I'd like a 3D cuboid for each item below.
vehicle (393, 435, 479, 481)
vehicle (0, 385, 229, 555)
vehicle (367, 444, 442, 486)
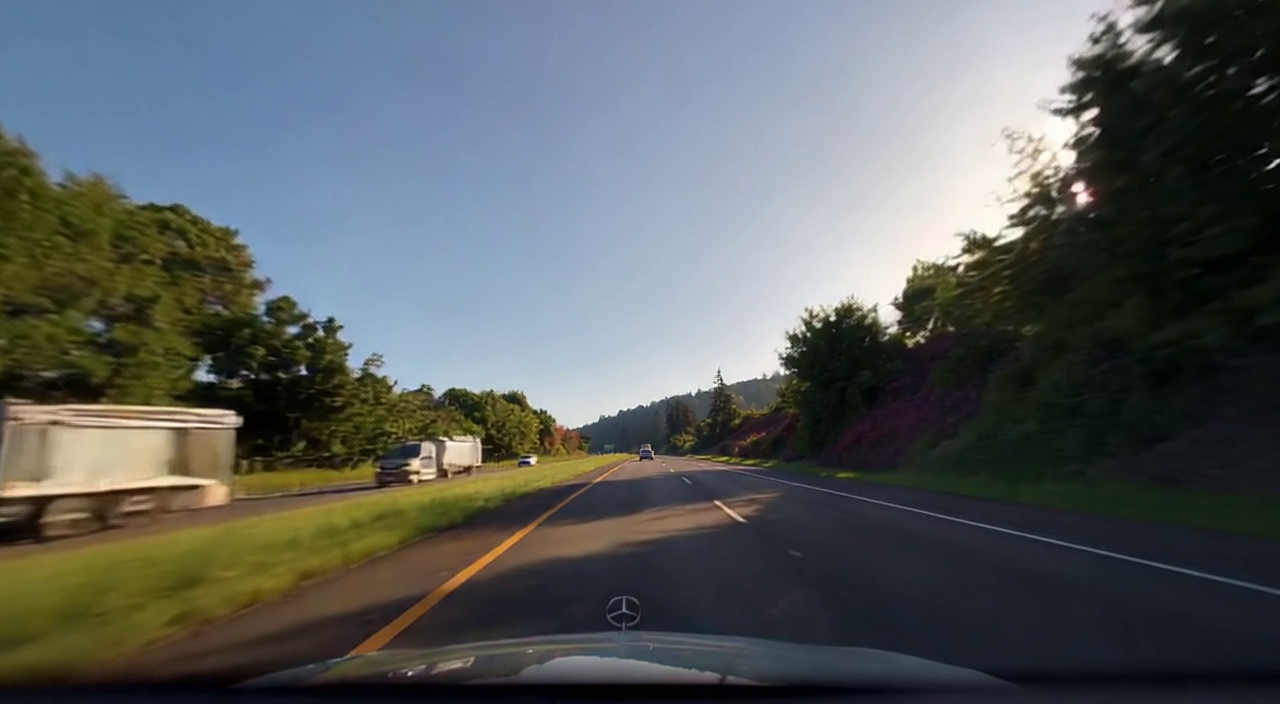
[{"bbox_3d":[-12.879,6.800,40.711,2.714,2.654,8.303,0,-9,1],"label":"vehicle"},{"bbox_3d":[-12.838,2.389,13.063,2.692,3.025,8.751,0,-9,0],"label":"vehicle"},{"bbox_3d":[-12.795,6.155,34.641,2.187,2.101,4.987,0,-9,-1],"label":"vehicle"}]
